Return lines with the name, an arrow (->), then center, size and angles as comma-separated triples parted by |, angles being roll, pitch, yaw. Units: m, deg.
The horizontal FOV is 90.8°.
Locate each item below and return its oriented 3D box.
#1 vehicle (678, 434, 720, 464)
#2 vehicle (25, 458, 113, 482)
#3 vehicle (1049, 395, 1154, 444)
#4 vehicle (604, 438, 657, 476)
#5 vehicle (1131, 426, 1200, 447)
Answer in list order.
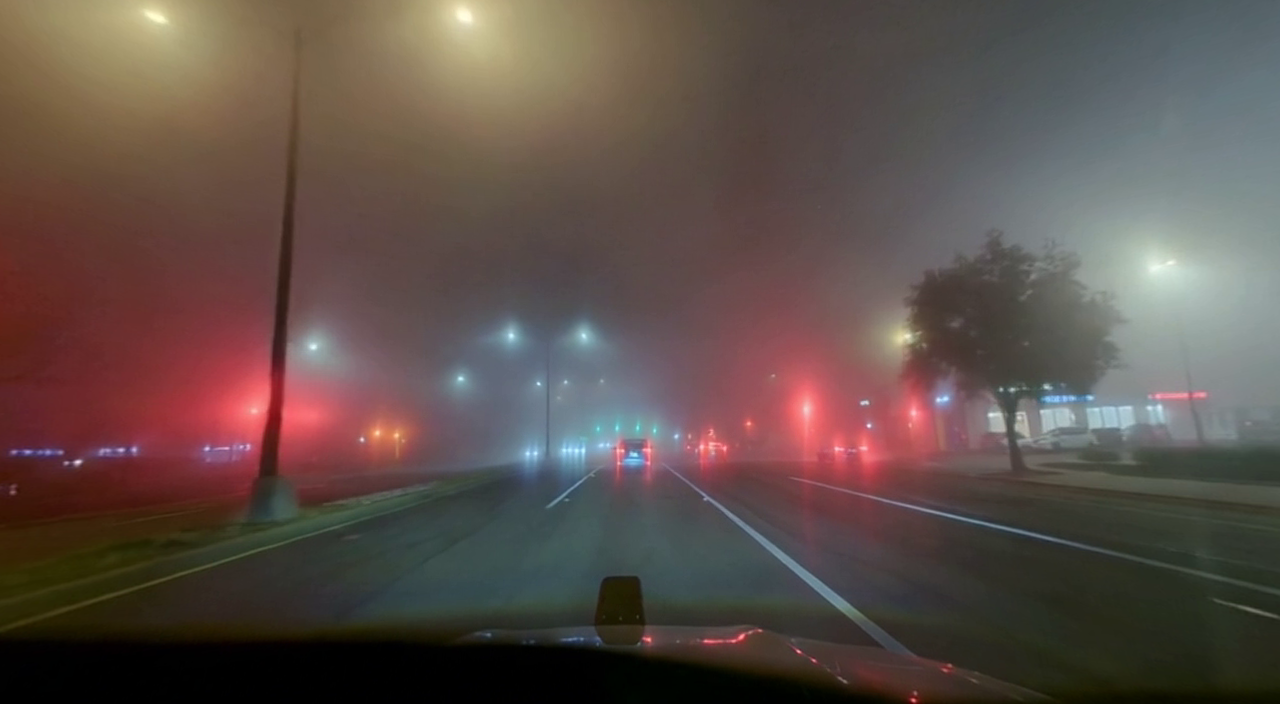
vehicle -> 3.507, 5.868, 38.242 | 2.100, 1.683, 4.231 | 0, -8, -1
vehicle -> -43.052, 8.922, 47.699 | 4.568, 1.660, 2.025 | 0, -8, -2
vehicle -> 33.178, 4.986, 45.799 | 2.744, 3.127, 6.009 | 0, -10, -2
vehicle -> -0.423, 4.497, 27.414 | 2.110, 1.476, 4.294 | 0, -8, -1
vehicle -> 38.393, 6.203, 46.275 | 1.656, 1.427, 4.042 | -1, -8, 1
